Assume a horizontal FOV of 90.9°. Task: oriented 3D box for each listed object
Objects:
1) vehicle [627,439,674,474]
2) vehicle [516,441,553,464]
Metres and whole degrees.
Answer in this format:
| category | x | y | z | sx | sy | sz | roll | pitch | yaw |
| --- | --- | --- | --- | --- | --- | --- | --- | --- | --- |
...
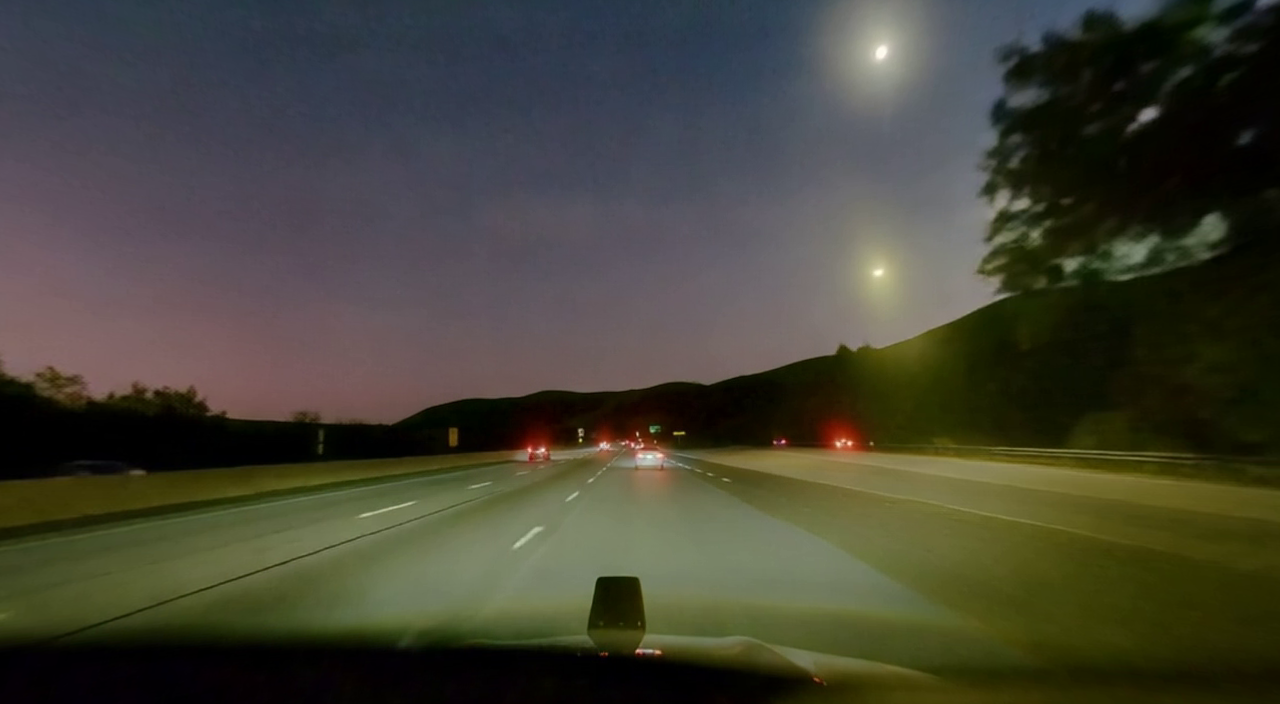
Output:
| category | x | y | z | sx | sy | sz | roll | pitch | yaw |
| --- | --- | --- | --- | --- | --- | --- | --- | --- | --- |
| vehicle | 0.395 | 4.860 | 29.518 | 2.019 | 1.475 | 4.301 | 0 | -9 | -1 |
| vehicle | -7.128 | 6.848 | 42.894 | 1.955 | 1.468 | 3.637 | 0 | -9 | 0 |
